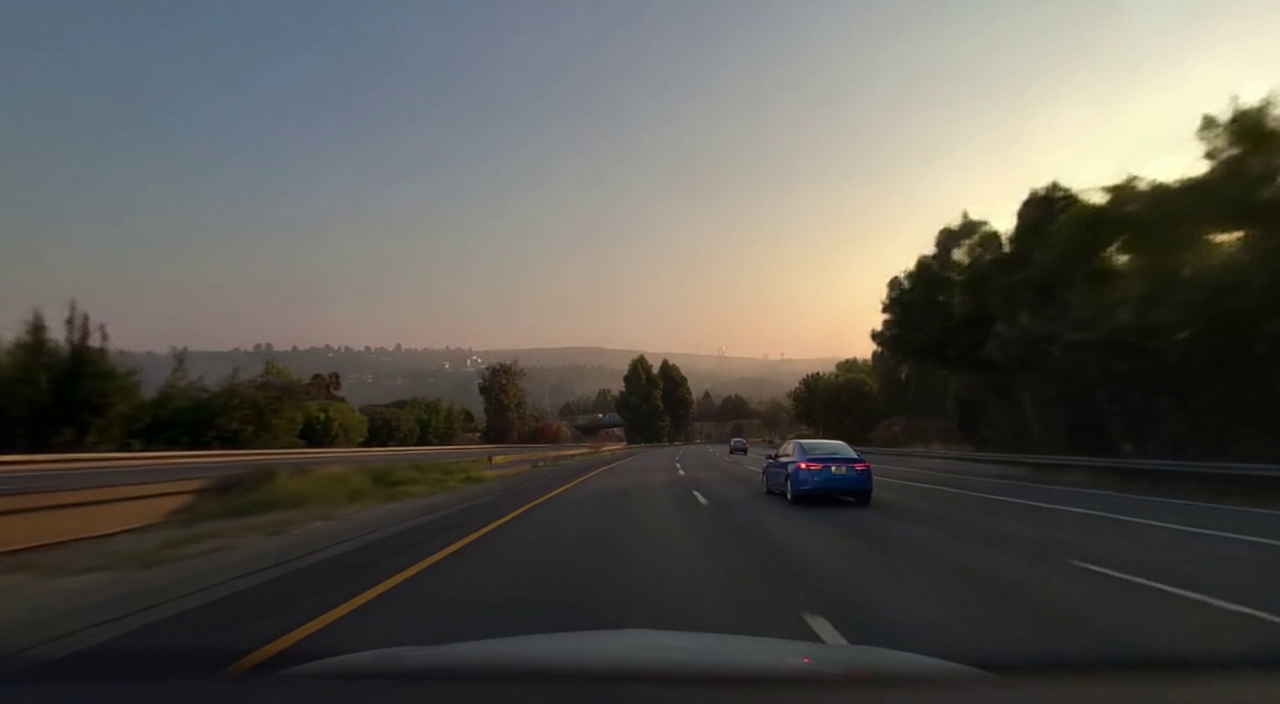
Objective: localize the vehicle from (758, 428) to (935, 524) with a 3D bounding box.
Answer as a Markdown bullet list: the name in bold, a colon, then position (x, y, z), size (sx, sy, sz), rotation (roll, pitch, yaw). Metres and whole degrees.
- **vehicle**: position (3.787, 2.347, 12.526), size (2.050, 1.546, 4.344), rotation (0, -8, 0)
